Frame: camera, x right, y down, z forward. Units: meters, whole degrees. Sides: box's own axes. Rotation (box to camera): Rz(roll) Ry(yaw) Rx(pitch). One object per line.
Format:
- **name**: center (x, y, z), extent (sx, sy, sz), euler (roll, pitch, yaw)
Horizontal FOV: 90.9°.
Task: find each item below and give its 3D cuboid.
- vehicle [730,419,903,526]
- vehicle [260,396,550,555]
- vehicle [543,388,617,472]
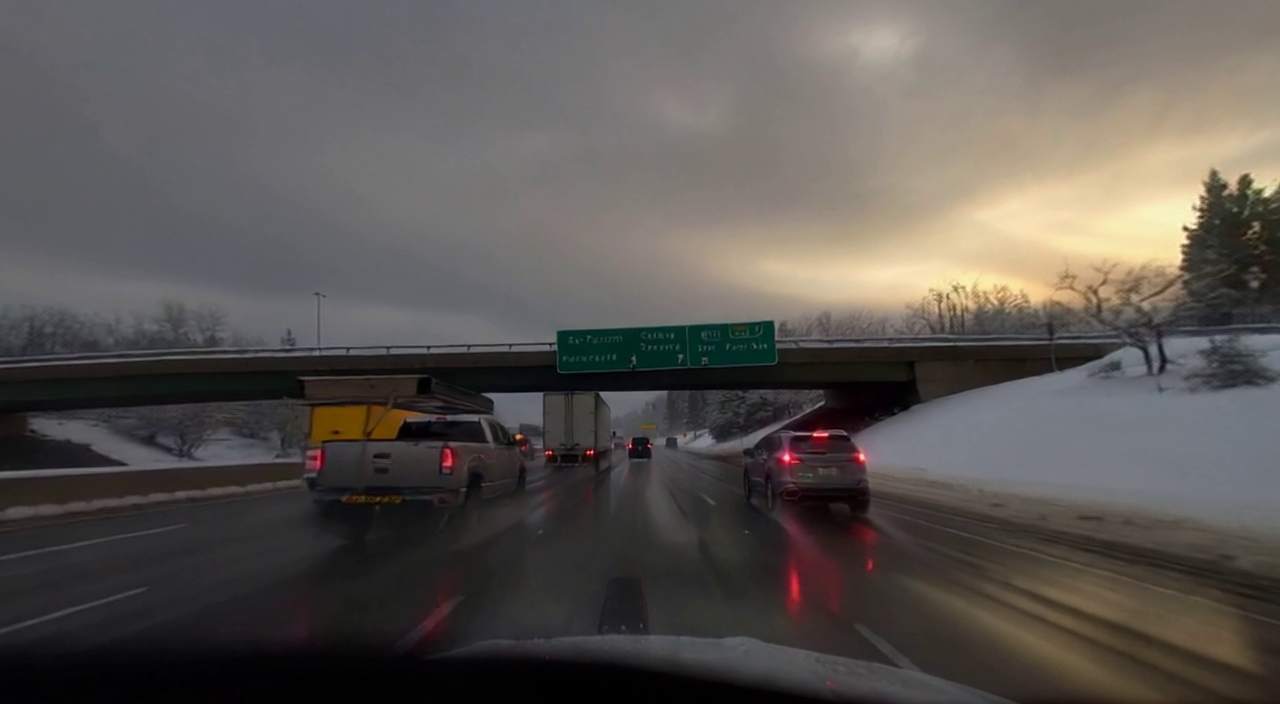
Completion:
- **vehicle**: center (3.095, 2.220, 12.161), extent (2.028, 1.658, 4.334), euler (0, -8, 0)
- **vehicle**: center (-3.498, 2.064, 11.423), extent (2.645, 2.023, 6.491), euler (-1, -8, 1)
- **vehicle**: center (-3.244, 4.973, 38.839), extent (2.869, 4.108, 15.564), euler (0, -8, 1)
